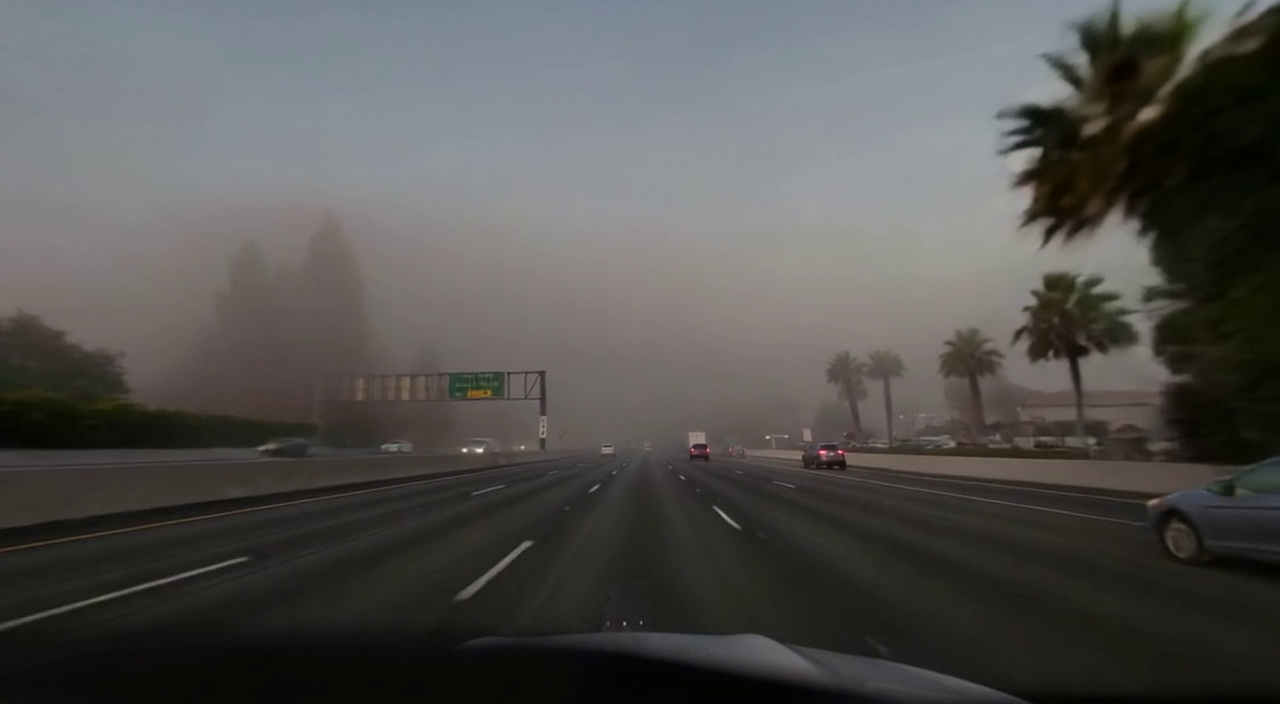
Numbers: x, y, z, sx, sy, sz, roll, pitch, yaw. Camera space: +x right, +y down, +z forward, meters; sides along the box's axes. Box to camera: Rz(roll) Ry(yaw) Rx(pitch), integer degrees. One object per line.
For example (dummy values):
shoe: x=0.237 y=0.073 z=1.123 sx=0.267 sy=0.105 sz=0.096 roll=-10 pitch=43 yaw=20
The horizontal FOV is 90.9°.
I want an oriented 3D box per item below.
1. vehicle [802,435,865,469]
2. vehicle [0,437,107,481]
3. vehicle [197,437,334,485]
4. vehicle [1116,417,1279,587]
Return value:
vehicle: x=11.264 y=5.862 z=37.073 sx=2.168 sy=1.861 sz=4.678 roll=0 pitch=-8 yaw=-1
vehicle: x=-22.426 y=3.845 z=22.942 sx=1.905 sy=1.475 sz=4.731 roll=0 pitch=-8 yaw=1
vehicle: x=-12.750 y=3.730 z=21.876 sx=1.860 sy=1.467 sz=4.559 roll=0 pitch=-8 yaw=2
vehicle: x=6.904 y=1.315 z=5.363 sx=2.071 sy=1.543 sz=4.702 roll=0 pitch=-8 yaw=1
